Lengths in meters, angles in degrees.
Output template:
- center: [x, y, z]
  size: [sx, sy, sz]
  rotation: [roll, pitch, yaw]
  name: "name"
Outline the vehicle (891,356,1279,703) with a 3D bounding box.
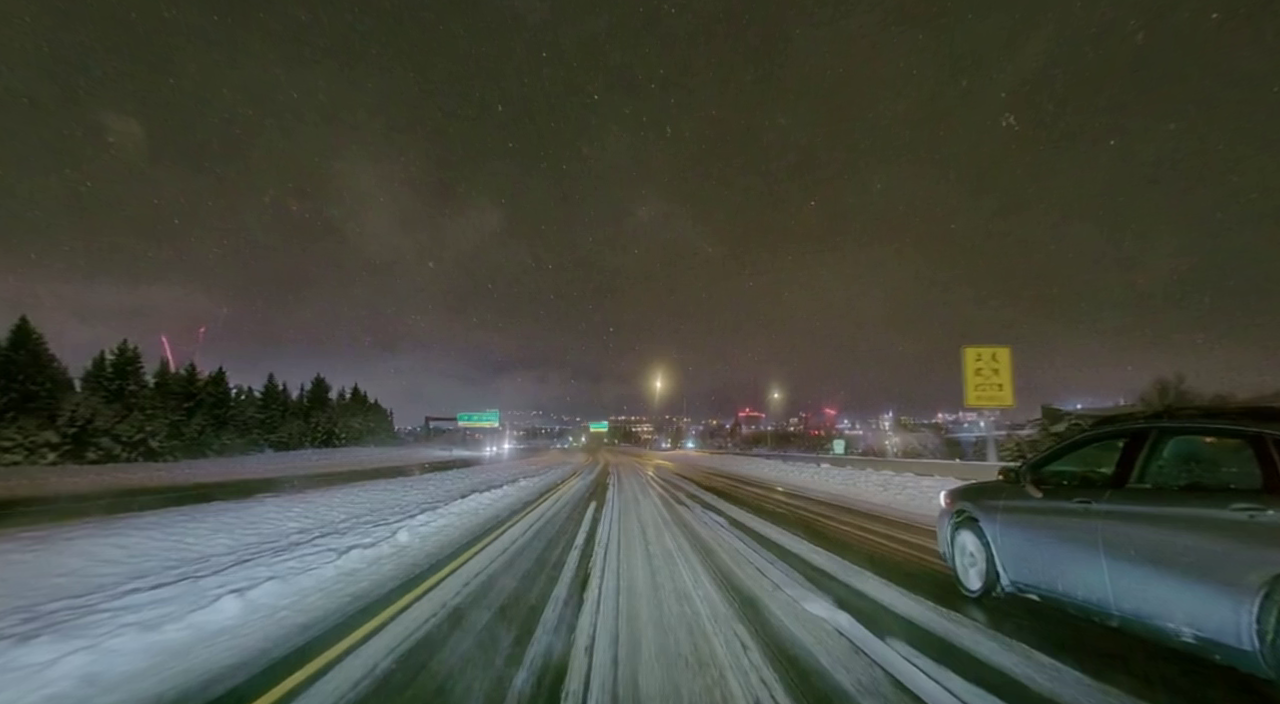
- center: [3.427, 0.975, 3.465]
  size: [2.104, 1.575, 4.698]
  rotation: [0, -9, -1]
  name: "vehicle"
